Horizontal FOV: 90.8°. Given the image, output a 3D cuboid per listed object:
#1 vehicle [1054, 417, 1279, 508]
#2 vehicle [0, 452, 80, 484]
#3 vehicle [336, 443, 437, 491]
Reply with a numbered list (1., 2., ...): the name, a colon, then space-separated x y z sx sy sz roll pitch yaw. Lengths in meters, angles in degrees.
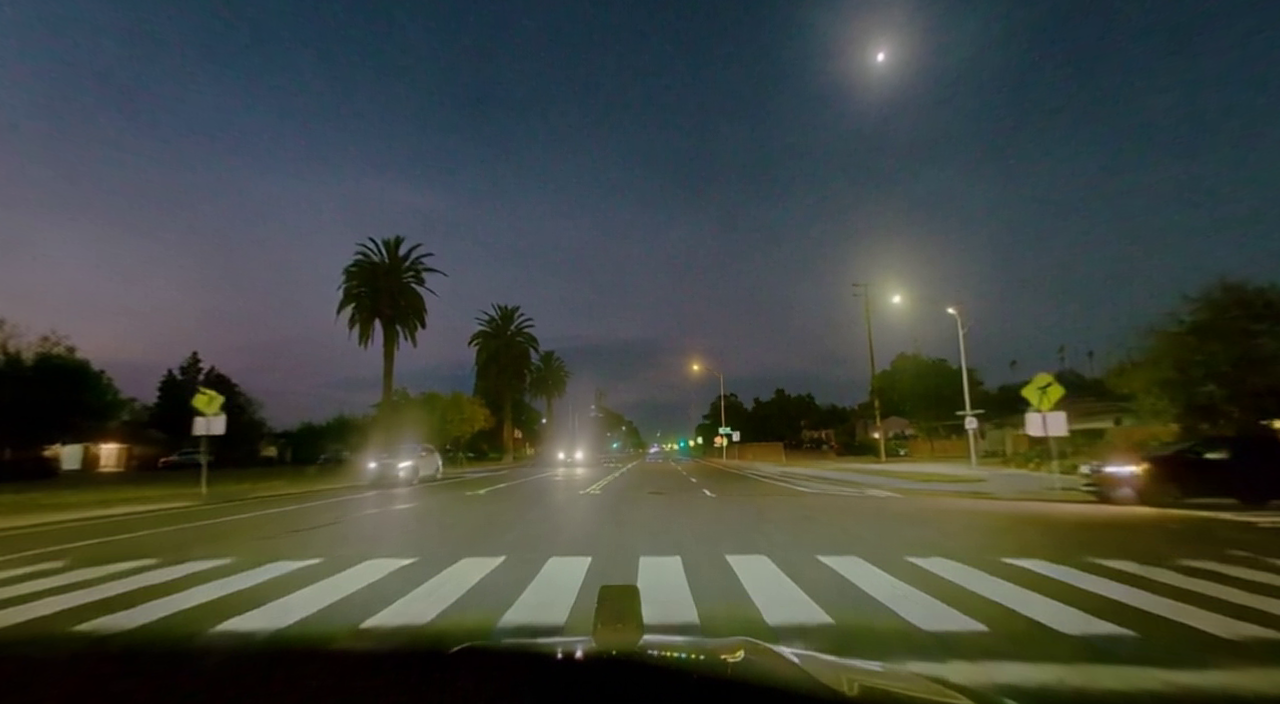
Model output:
1. vehicle: 12.591 2.283 13.287 5.981 1.680 2.327 -2 -10 3
2. vehicle: -38.599 7.263 39.639 4.646 1.880 1.886 3 -9 -23
3. vehicle: -9.752 4.434 24.755 1.976 1.706 4.409 0 -9 2
